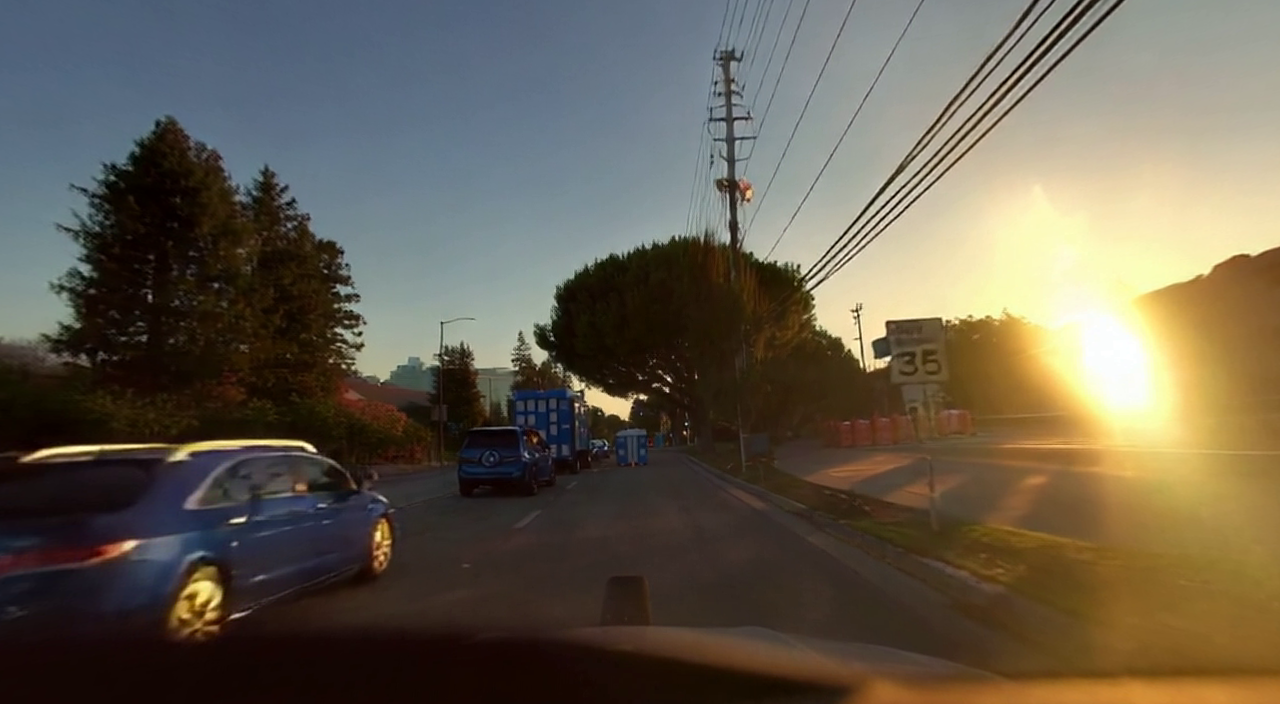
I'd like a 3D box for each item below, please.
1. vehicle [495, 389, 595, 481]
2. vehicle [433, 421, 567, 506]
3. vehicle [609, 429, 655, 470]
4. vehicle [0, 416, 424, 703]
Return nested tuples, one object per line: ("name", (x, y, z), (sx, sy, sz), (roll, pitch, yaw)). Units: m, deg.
("vehicle", (-3.804, 3.665, 27.490), (3.120, 3.393, 7.945), (0, -8, 0))
("vehicle", (-3.291, 2.749, 15.958), (2.187, 1.821, 4.748), (0, -8, 1))
("vehicle", (-0.380, 4.818, 31.162), (2.117, 1.861, 4.095), (0, -8, -1))
("vehicle", (-3.391, 1.319, 4.710), (1.966, 1.466, 4.473), (0, -8, 0))
